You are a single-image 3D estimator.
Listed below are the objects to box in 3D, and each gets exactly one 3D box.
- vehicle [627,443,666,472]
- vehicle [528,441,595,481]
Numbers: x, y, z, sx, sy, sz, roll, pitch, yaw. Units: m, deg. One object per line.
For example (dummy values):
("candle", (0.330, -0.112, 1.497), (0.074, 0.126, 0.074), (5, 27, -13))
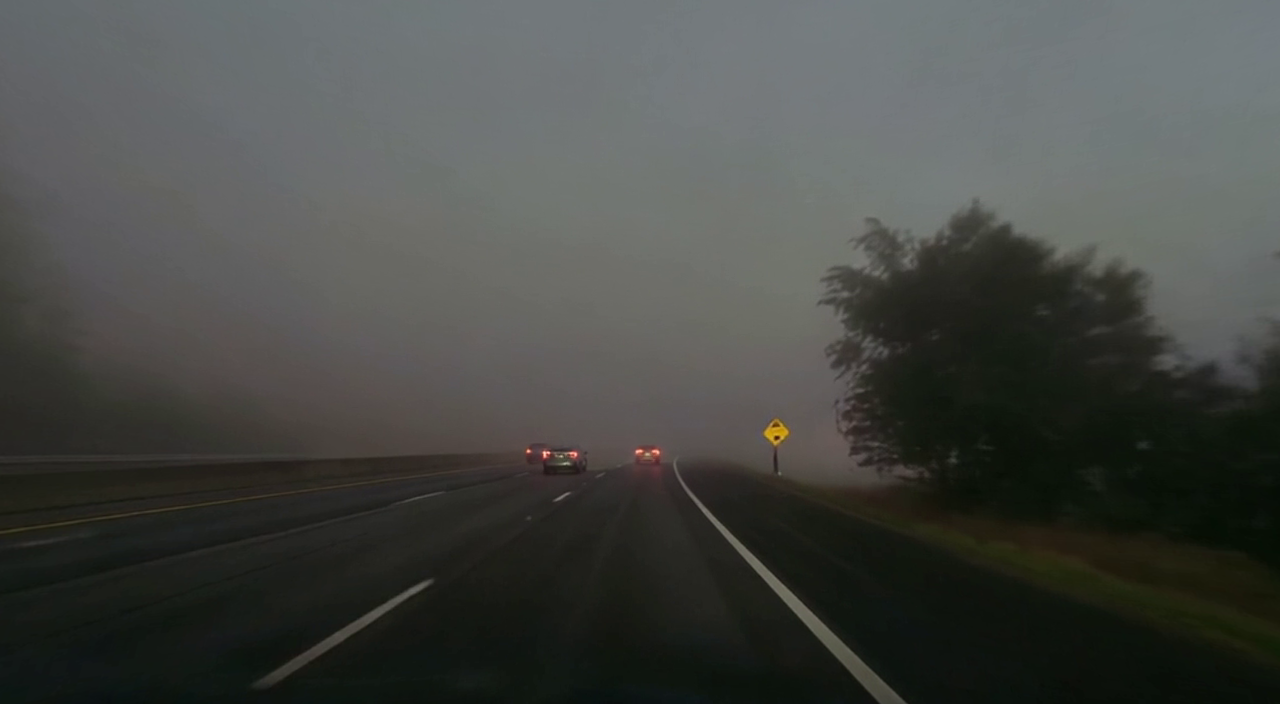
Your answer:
("vehicle", (0.436, 6.003, 36.028), (2.129, 1.502, 4.321), (0, -9, 2))
("vehicle", (-3.280, 4.652, 27.165), (2.129, 1.563, 4.387), (-1, -9, 3))
